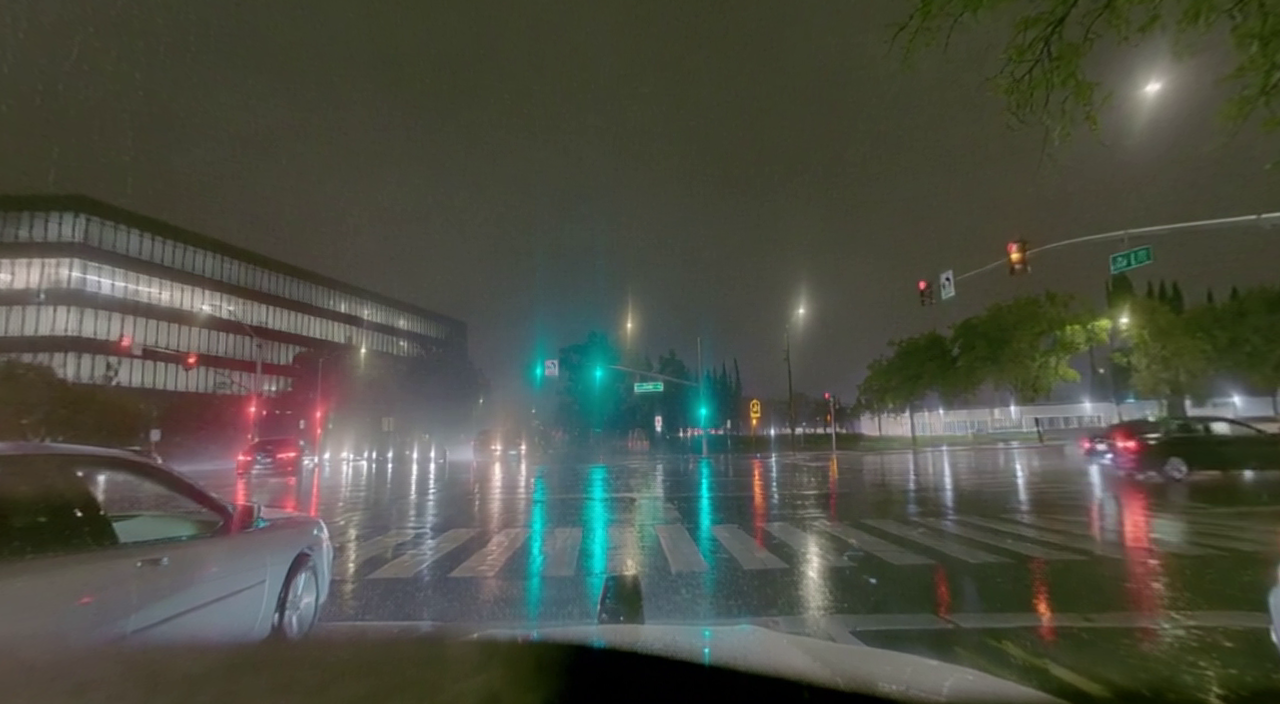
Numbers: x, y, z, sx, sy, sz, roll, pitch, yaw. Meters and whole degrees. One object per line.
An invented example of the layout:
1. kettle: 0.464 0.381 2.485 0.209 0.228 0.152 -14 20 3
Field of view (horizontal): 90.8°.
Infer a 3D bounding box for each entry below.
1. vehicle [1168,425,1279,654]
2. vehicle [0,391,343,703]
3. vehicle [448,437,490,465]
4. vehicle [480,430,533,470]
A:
1. vehicle: 4.942 0.984 2.570 1.949 1.449 4.530 -1 -8 5
2. vehicle: -3.073 0.892 2.159 1.919 1.478 4.720 0 -8 -1
3. vehicle: -12.805 7.418 47.528 2.051 1.715 4.346 -3 -6 -1
4. vehicle: -6.904 4.974 32.315 2.109 1.871 4.778 2 -9 -17
